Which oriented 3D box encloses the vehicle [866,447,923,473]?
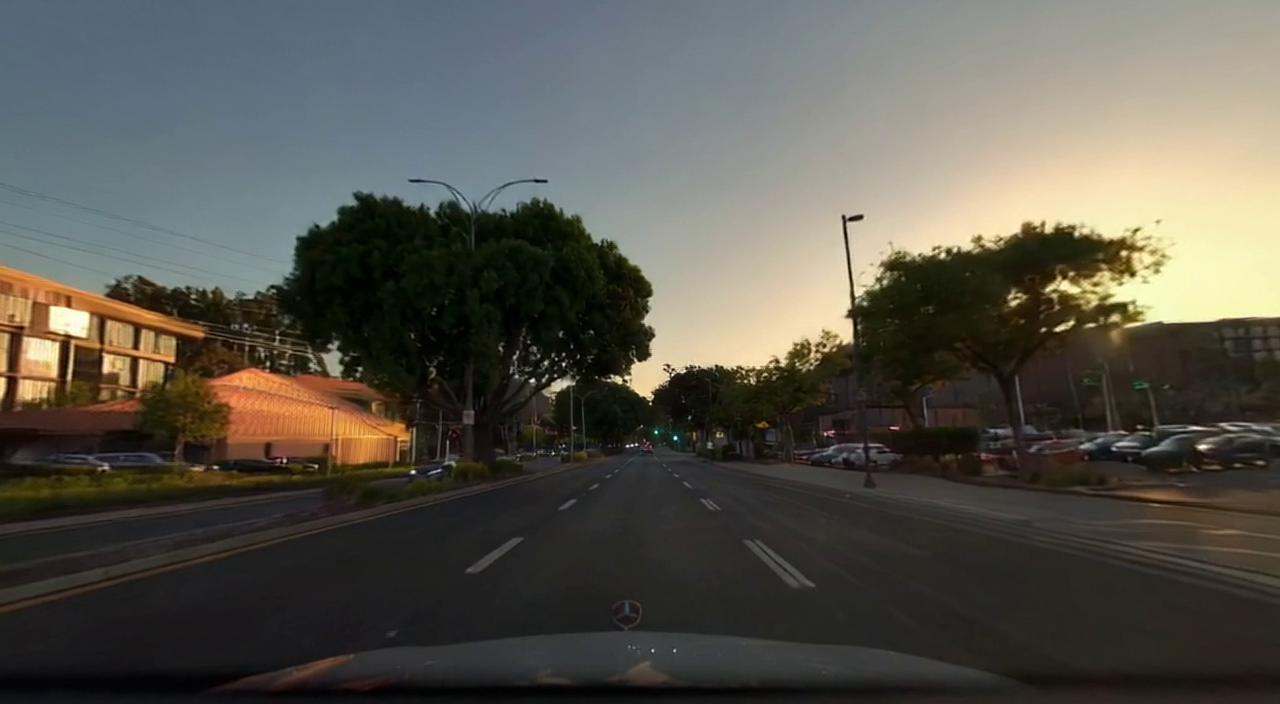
[{"bbox_3d":[18.943,7.976,46.627,3.754,1.844,2.002,5,-11,-32],"label":"vehicle"}]

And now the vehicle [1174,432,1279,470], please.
[{"bbox_3d":[29.602,4.876,31.094,4.342,1.641,1.975,-3,-9,0],"label":"vehicle"}]

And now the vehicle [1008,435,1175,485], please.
[{"bbox_3d":[17.080,4.084,23.938,4.720,1.769,2.229,1,-9,-6],"label":"vehicle"}]

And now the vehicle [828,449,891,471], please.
[{"bbox_3d":[16.941,8.278,48.439,4.313,1.584,2.282,5,-10,-29],"label":"vehicle"}]

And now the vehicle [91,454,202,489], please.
[{"bbox_3d":[-29.029,7.016,37.260,2.199,1.859,5.442,0,-9,-1],"label":"vehicle"}]

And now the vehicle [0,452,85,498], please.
[{"bbox_3d":[-31.319,6.157,31.690,2.160,2.118,4.989,0,-9,-3],"label":"vehicle"}]
